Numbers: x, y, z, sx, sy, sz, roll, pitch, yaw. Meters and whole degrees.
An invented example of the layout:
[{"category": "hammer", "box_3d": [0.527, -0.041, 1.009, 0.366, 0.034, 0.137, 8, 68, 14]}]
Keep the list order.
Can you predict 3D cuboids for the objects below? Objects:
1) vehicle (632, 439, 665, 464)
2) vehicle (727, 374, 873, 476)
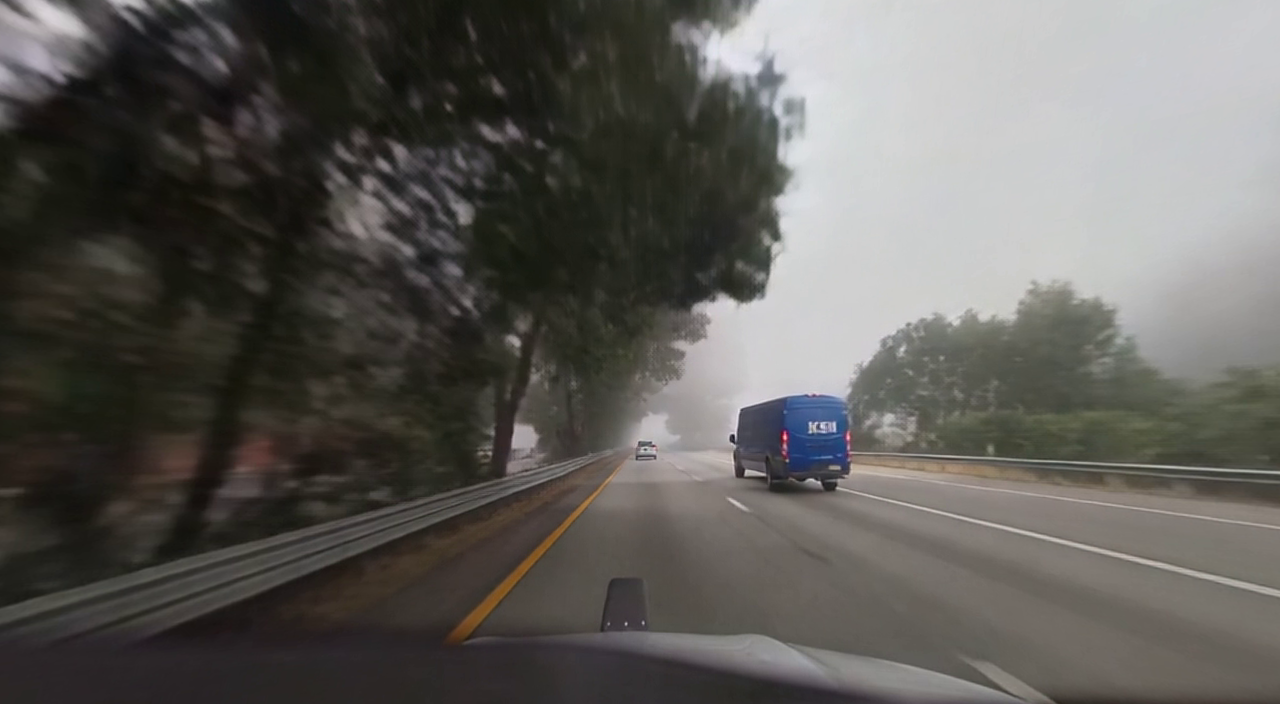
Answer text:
[{"category": "vehicle", "box_3d": [0.619, 6.780, 42.848, 2.121, 1.590, 4.434, 0, -8, 1]}, {"category": "vehicle", "box_3d": [7.722, 4.214, 34.316, 3.479, 4.156, 17.231, 0, -8, 0]}]
